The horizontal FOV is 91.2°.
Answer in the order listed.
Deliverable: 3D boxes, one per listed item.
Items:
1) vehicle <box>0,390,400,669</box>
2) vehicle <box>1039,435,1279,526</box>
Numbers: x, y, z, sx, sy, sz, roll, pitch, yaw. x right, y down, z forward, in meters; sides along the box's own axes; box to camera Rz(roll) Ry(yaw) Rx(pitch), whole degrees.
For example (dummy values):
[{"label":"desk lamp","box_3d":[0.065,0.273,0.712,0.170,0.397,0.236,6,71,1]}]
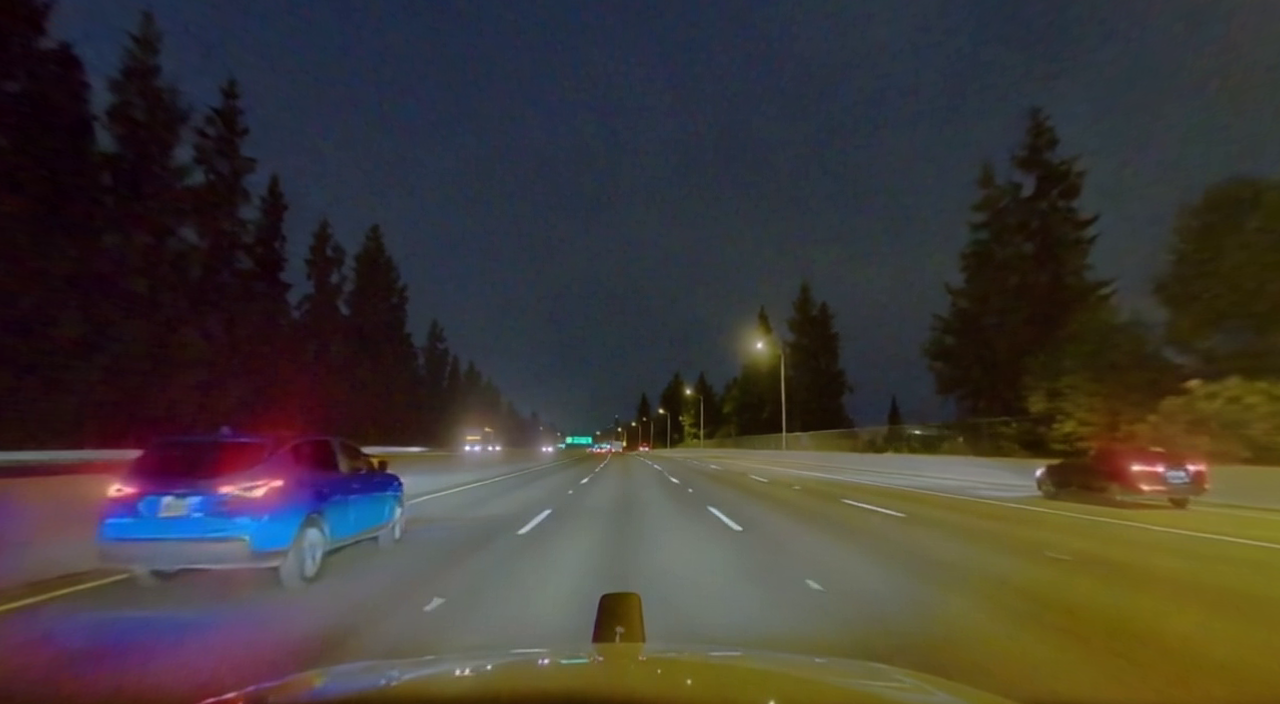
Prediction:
[{"label":"vehicle","box_3d":[-3.966,1.337,5.663,2.071,1.615,3.868,0,-9,0]},{"label":"vehicle","box_3d":[9.995,2.401,12.211,1.853,1.463,3.780,0,-9,-1]}]
